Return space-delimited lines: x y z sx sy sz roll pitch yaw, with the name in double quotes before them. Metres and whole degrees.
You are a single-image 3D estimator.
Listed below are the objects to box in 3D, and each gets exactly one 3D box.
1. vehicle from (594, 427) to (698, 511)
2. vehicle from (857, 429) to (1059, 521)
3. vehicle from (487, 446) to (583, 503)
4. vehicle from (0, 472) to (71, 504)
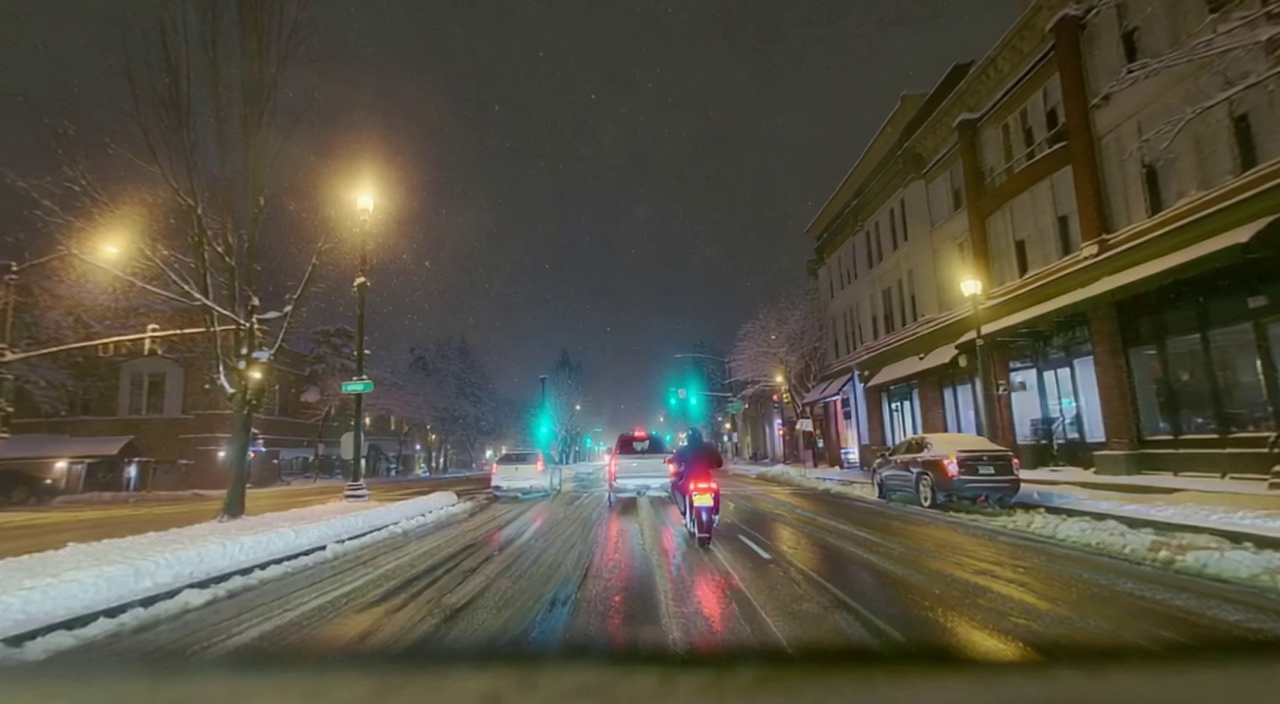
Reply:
"vehicle" 0.151 2.850 15.787 2.223 1.775 4.250 0 -9 1
"vehicle" 7.161 2.803 15.010 2.018 1.772 4.968 0 -9 -3
"vehicle" -2.989 3.590 19.034 2.014 1.470 4.552 -1 -9 2
"vehicle" -39.823 8.658 40.316 4.961 1.878 1.967 0 -9 -2
